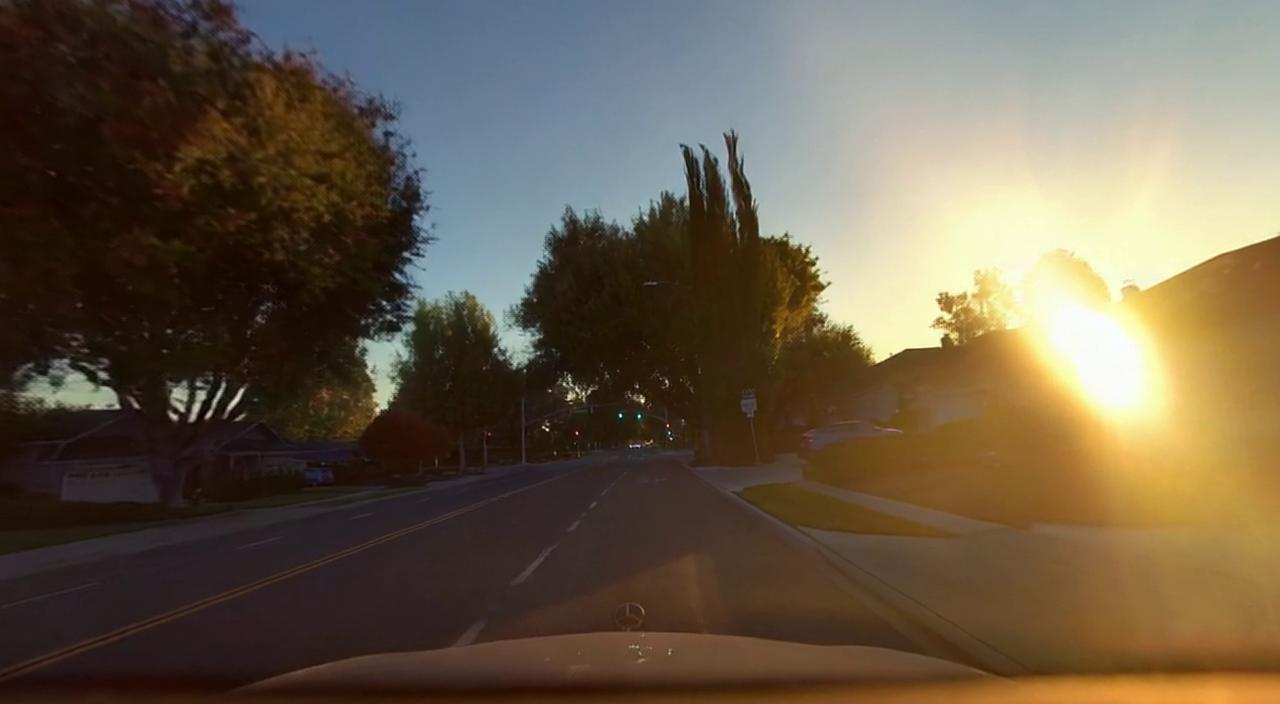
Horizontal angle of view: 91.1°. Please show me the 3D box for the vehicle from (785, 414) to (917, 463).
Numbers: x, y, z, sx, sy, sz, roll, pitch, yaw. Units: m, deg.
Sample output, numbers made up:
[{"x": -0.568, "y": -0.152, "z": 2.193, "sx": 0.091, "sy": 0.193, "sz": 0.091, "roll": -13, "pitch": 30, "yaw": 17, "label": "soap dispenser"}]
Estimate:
[{"x": 8.349, "y": 3.454, "z": 24.941, "sx": 4.636, "sy": 1.823, "sz": 1.997, "roll": 3, "pitch": -9, "yaw": -18, "label": "vehicle"}]

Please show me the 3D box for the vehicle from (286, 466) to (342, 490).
[{"x": -22.278, "y": 8.586, "z": 43.029, "sx": 1.847, "sy": 1.461, "sz": 3.659, "roll": 0, "pitch": -9, "yaw": 0, "label": "vehicle"}]
